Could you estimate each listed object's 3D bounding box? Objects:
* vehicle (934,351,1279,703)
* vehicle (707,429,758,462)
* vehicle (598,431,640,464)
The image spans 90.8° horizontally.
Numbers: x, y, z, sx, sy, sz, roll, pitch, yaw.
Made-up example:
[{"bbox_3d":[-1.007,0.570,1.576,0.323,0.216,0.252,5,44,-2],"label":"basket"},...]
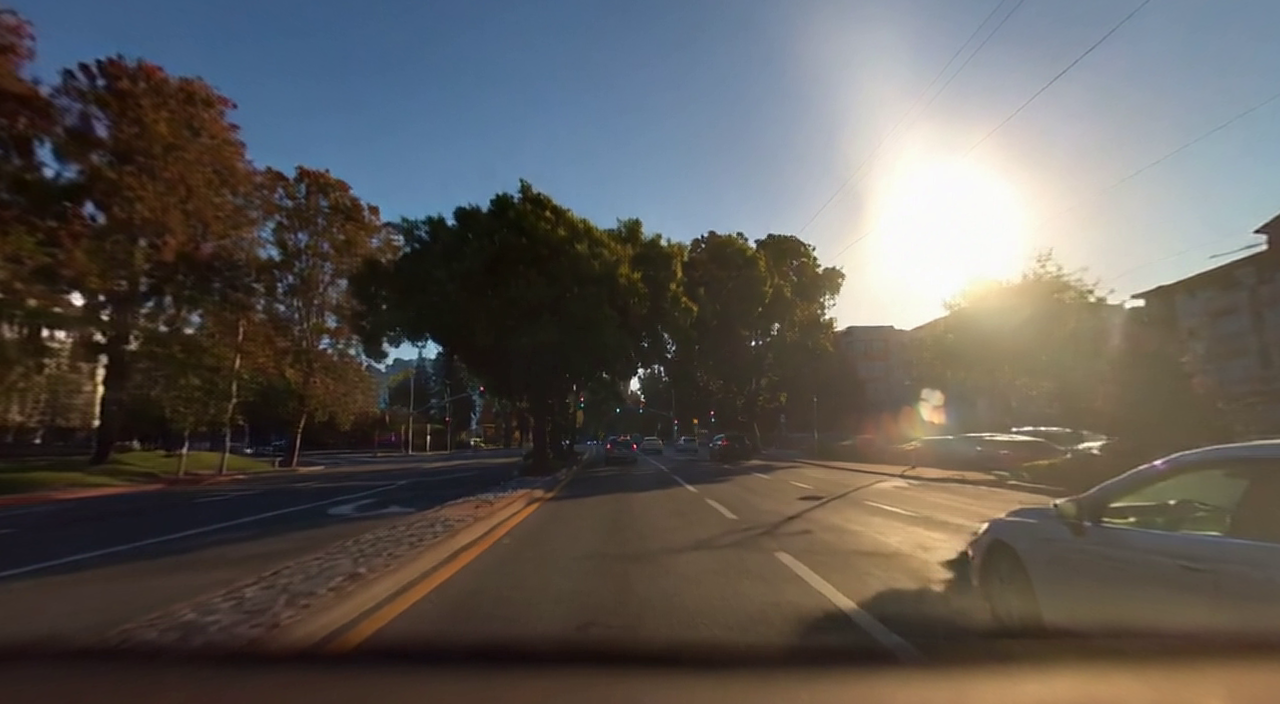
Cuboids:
[{"bbox_3d":[3.461,0.887,2.901,1.893,1.664,4.670,0,-8,-1],"label":"vehicle"},{"bbox_3d":[5.702,5.836,39.605,2.052,1.886,5.297,0,-8,-4],"label":"vehicle"},{"bbox_3d":[-1.181,5.063,33.780,2.101,1.641,4.341,0,-8,-4],"label":"vehicle"}]
